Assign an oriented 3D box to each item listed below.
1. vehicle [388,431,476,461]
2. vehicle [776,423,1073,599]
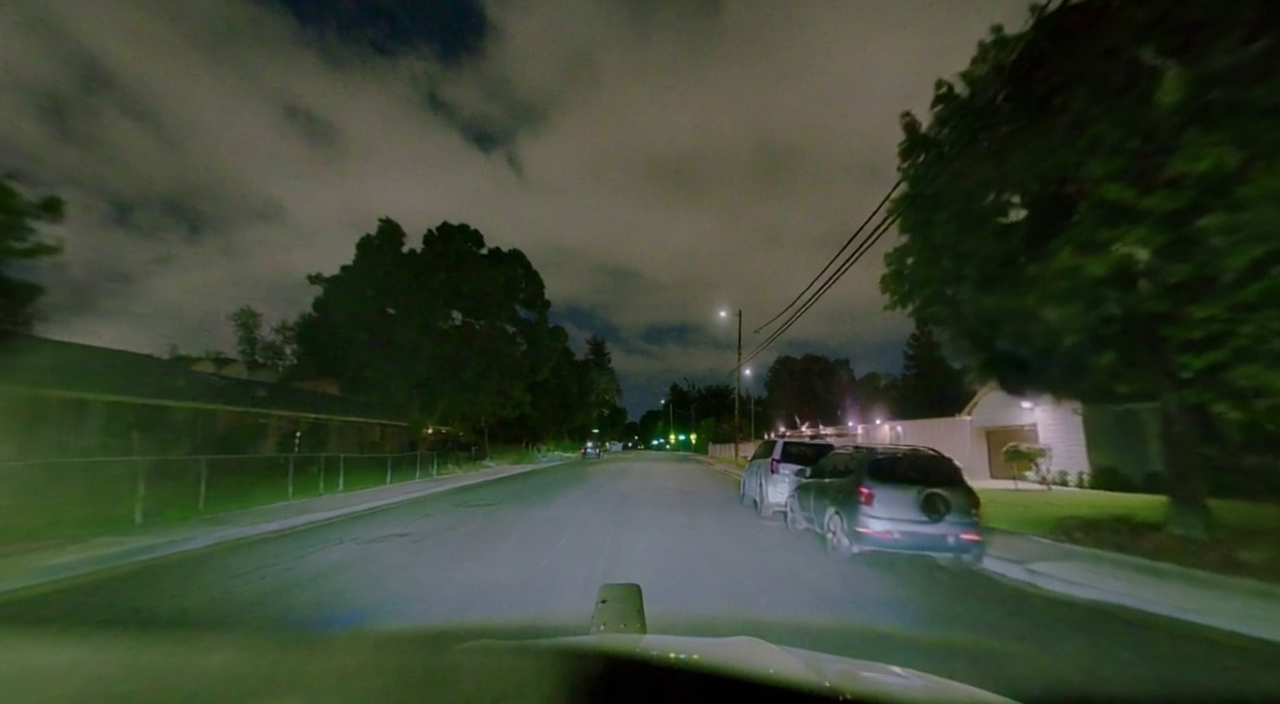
[{"bbox_3d":[-13.378,6.086,40.617,4.928,1.844,2.163,0,-9,-2],"label":"vehicle"},{"bbox_3d":[3.224,1.852,8.287,1.976,1.552,4.442,3,-8,2],"label":"vehicle"}]
